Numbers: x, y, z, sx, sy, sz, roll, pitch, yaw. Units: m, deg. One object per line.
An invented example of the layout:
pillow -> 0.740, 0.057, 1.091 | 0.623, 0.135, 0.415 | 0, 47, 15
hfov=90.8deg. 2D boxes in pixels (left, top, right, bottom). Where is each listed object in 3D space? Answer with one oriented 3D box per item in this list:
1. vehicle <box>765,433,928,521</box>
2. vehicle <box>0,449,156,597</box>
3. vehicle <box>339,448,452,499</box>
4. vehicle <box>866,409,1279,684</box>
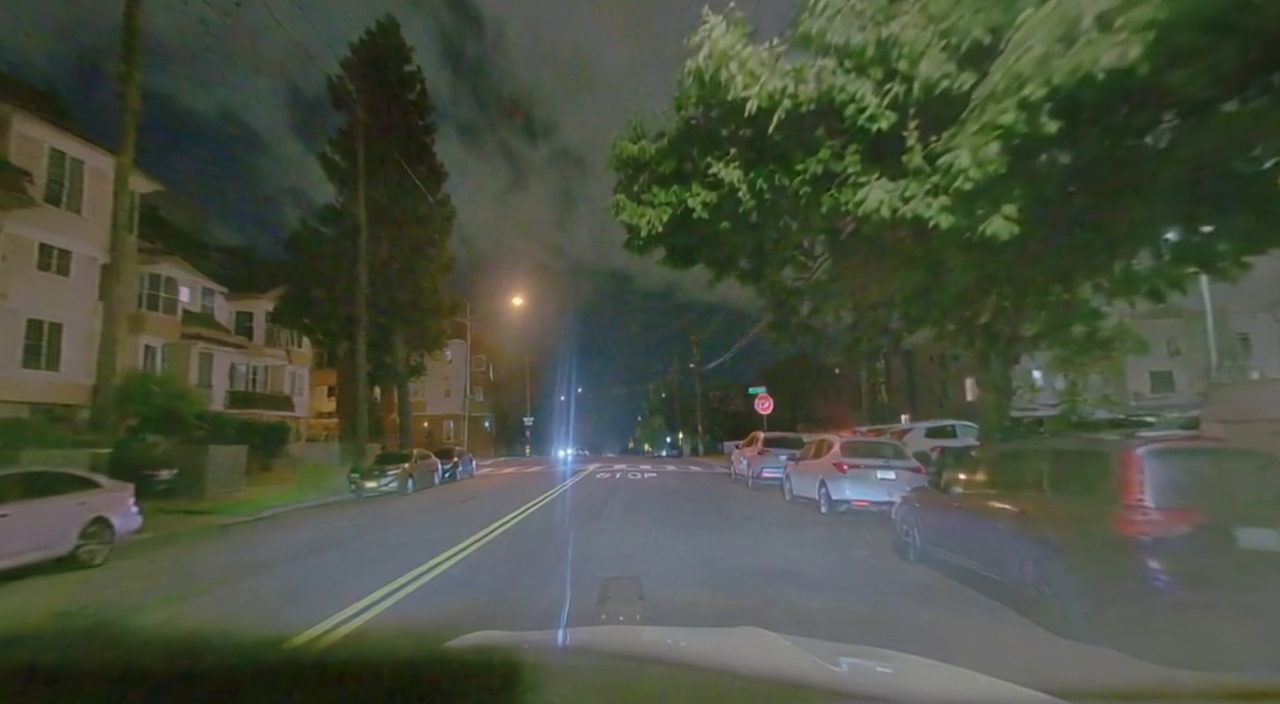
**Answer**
vehicle -> 4.011, 2.503, 13.101 | 1.846, 1.506, 4.165 | 0, -9, -2
vehicle -> -7.843, 1.850, 6.894 | 1.962, 1.568, 3.939 | 0, -9, 0
vehicle -> -7.904, 3.941, 20.967 | 1.904, 1.488, 4.600 | 0, -9, 0
vehicle -> 4.053, 1.484, 5.996 | 2.133, 1.586, 4.498 | 0, -9, 0
